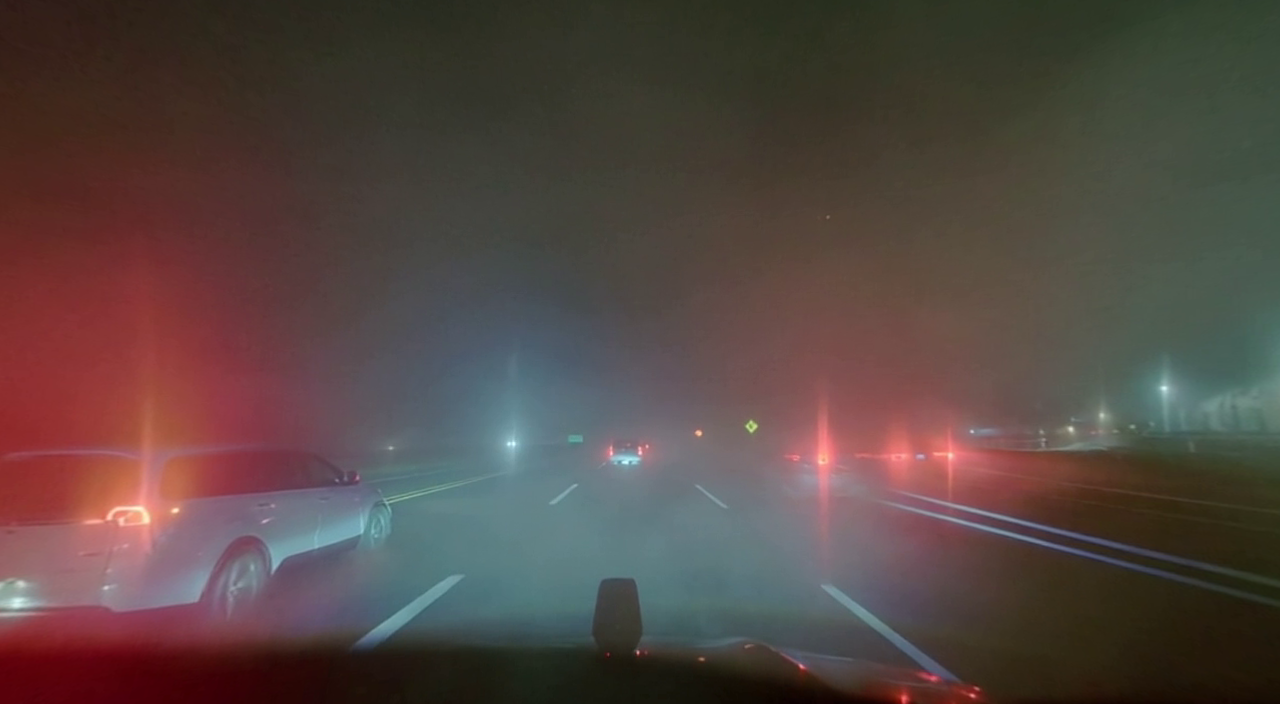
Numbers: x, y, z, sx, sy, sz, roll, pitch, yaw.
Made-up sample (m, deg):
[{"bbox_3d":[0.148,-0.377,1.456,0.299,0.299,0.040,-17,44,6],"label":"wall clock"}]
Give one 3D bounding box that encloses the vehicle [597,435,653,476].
[{"bbox_3d":[-0.577,4.268,26.157,2.147,1.576,3.964,0,-8,0],"label":"vehicle"}]
